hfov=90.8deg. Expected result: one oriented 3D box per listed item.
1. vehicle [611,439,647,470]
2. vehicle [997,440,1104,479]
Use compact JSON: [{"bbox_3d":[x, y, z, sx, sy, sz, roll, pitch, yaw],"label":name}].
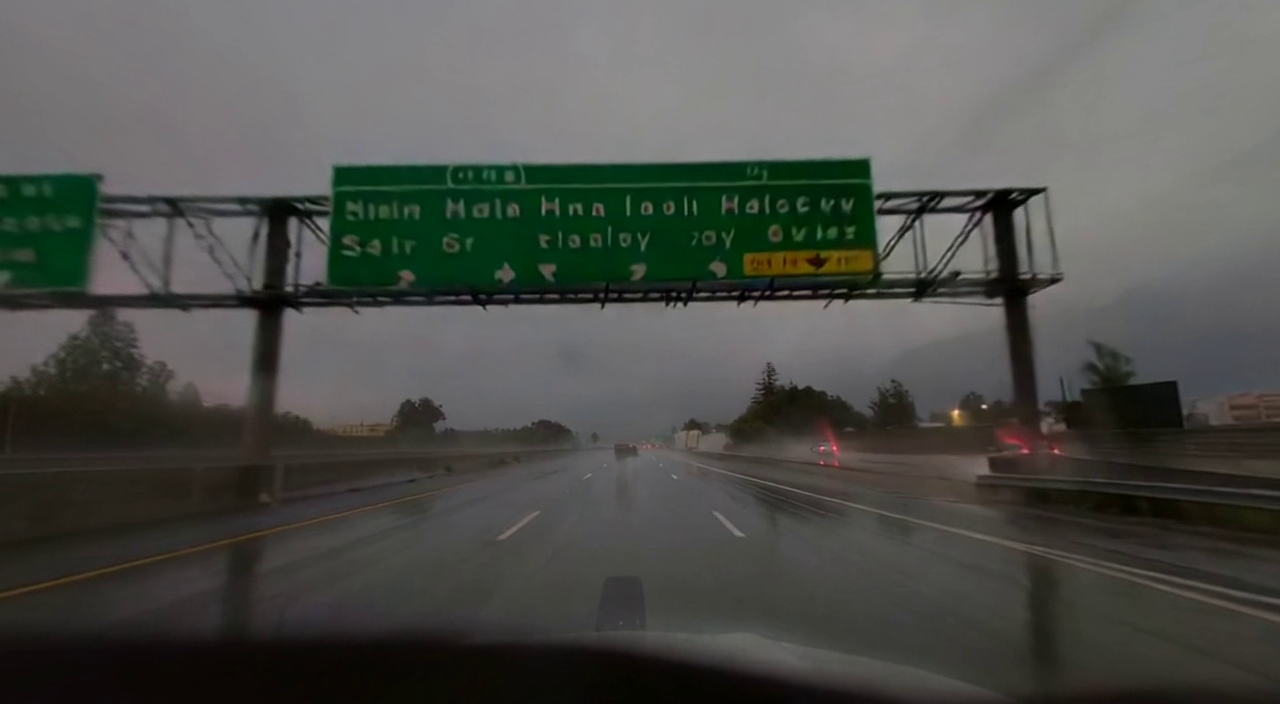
[{"bbox_3d":[-0.648,6.258,38.723,2.121,1.739,4.087,0,-9,0],"label":"vehicle"},{"bbox_3d":[17.827,4.685,27.730,1.867,1.563,4.436,-1,-9,3],"label":"vehicle"}]
